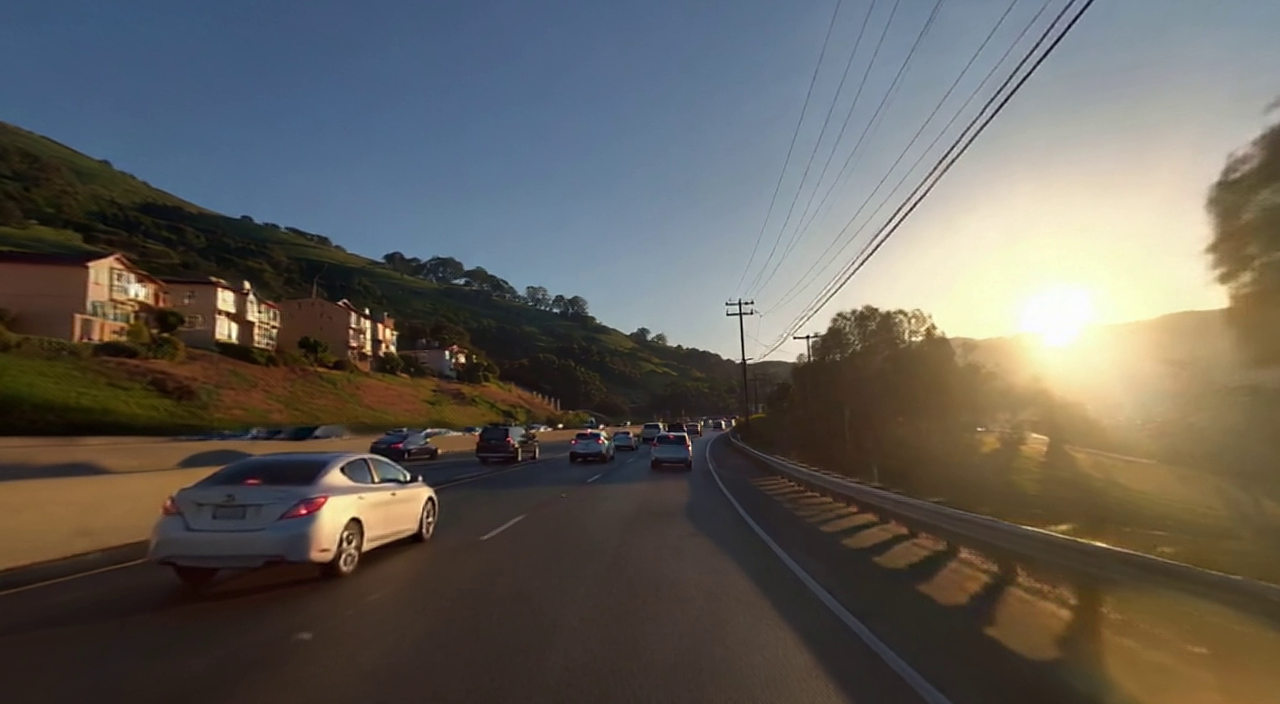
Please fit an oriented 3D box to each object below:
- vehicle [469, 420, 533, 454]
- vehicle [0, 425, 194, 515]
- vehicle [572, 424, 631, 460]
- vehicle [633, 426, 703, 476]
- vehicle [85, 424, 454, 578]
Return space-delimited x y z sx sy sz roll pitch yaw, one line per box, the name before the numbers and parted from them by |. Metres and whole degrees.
vehicle | -8.127 5.066 37.351 2.080 1.833 4.461 -2 -9 11
vehicle | -12.410 2.443 13.467 1.986 1.622 4.548 -1 -8 9
vehicle | -1.849 4.531 31.700 2.121 1.639 4.383 -1 -8 8
vehicle | 0.989 3.307 21.236 2.109 1.495 3.935 -1 -8 4
vehicle | -4.336 1.804 8.589 1.956 1.478 4.789 -1 -8 3
